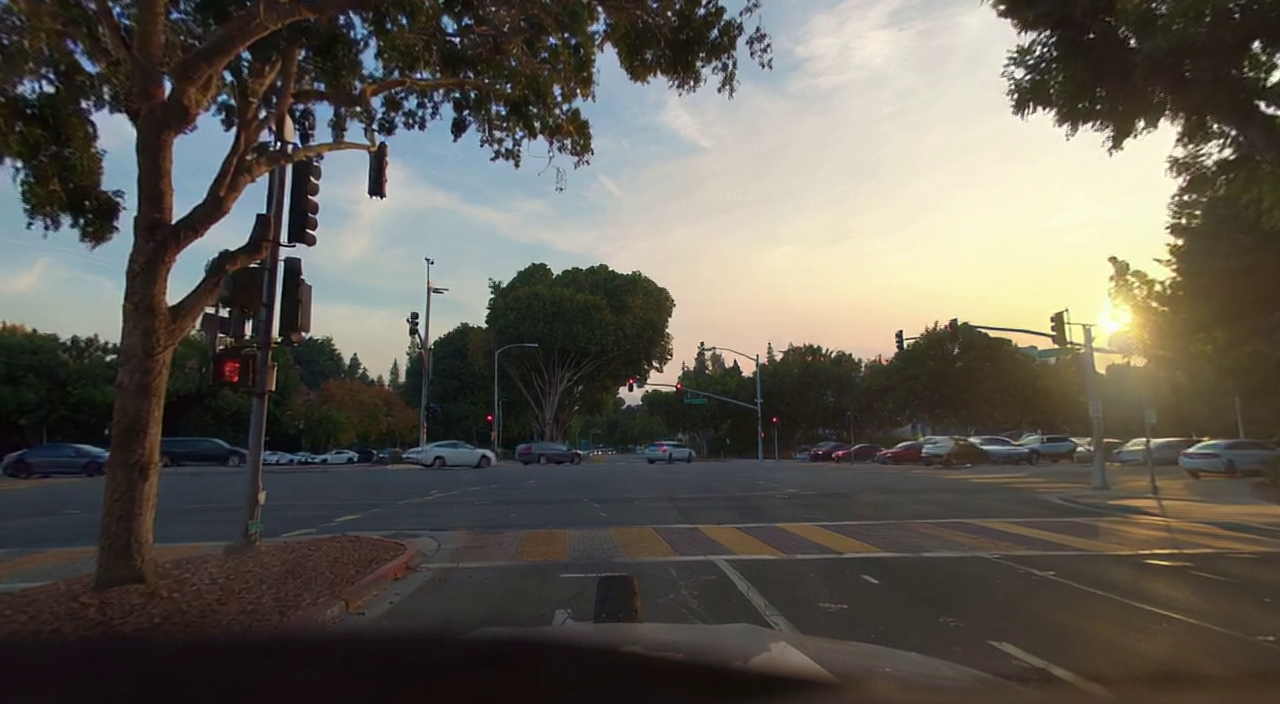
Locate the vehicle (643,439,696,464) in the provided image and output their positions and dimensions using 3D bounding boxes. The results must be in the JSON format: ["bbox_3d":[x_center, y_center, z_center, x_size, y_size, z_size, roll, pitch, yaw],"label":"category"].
[{"bbox_3d":[2.077,6.789,43.220,1.896,1.544,4.331,-5,-10,29],"label":"vehicle"}]

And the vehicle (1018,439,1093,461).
[{"bbox_3d":[29.452,6.948,44.797,4.533,1.471,1.772,2,-9,-15],"label":"vehicle"}]

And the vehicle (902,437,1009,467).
[{"bbox_3d":[16.275,5.175,32.832,1.962,1.468,4.516,6,-10,-34],"label":"vehicle"}]

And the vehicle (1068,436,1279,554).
[{"bbox_3d":[9.283,2.155,9.839,1.993,1.505,4.721,3,-9,0],"label":"vehicle"}]

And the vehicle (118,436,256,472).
[{"bbox_3d":[-20.075,4.534,28.236,4.580,1.472,1.891,3,-9,-21],"label":"vehicle"}]

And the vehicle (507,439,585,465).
[{"bbox_3d":[-5.831,6.273,39.826,1.922,1.485,4.912,-7,-11,37],"label":"vehicle"}]

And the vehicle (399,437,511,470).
[{"bbox_3d":[-8.976,4.918,30.785,4.849,1.476,1.935,5,-10,-31],"label":"vehicle"}]

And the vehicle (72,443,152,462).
[{"bbox_3d":[-40.540,7.732,48.594,4.345,1.426,1.722,2,-9,-8],"label":"vehicle"}]
